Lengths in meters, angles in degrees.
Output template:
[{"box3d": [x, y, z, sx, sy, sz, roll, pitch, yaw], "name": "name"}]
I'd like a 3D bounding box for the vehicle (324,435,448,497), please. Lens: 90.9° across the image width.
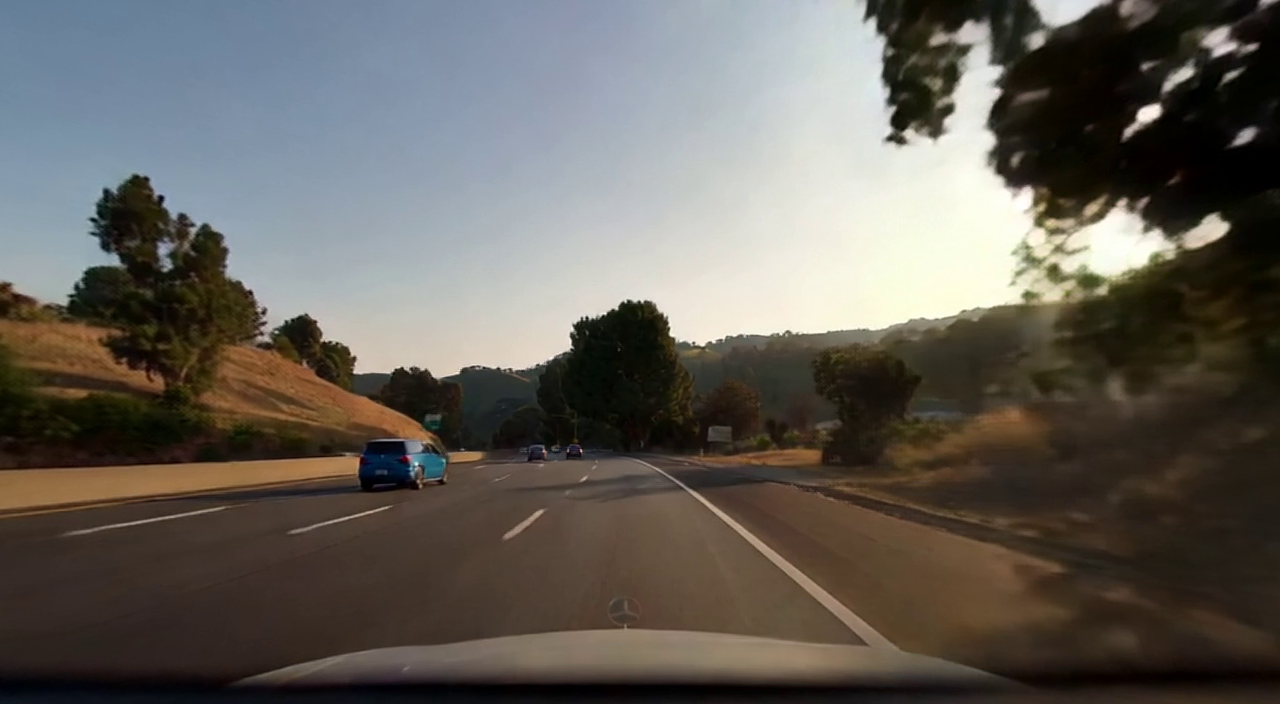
[{"box3d": [-7.727, 3.488, 19.758, 2.046, 1.712, 4.533, 0, -8, -1], "name": "vehicle"}]
